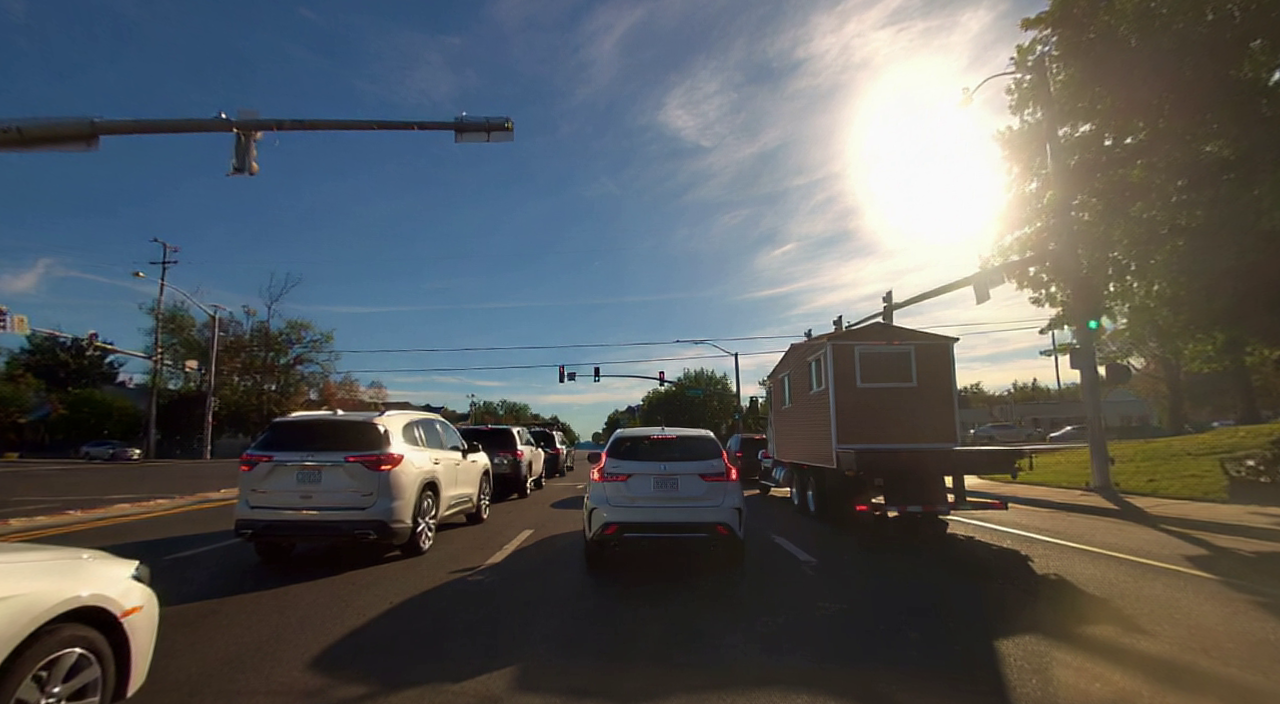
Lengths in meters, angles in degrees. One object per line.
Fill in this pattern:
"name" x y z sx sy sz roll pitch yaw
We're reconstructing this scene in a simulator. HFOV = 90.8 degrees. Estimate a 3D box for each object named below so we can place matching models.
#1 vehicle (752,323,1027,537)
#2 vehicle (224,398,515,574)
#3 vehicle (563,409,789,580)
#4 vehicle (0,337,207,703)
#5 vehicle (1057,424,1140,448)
"vehicle" 3.689 1.396 10.996 2.531 2.750 5.595 0 -8 1
"vehicle" -3.267 1.724 8.852 2.085 1.812 4.388 0 -9 0
"vehicle" 0.362 1.702 8.312 2.189 1.649 4.171 0 -9 0
"vehicle" -3.432 0.675 1.470 1.952 1.730 4.116 0 -9 -1
"vehicle" 33.171 6.142 45.879 4.671 1.595 1.824 -6 -10 31
